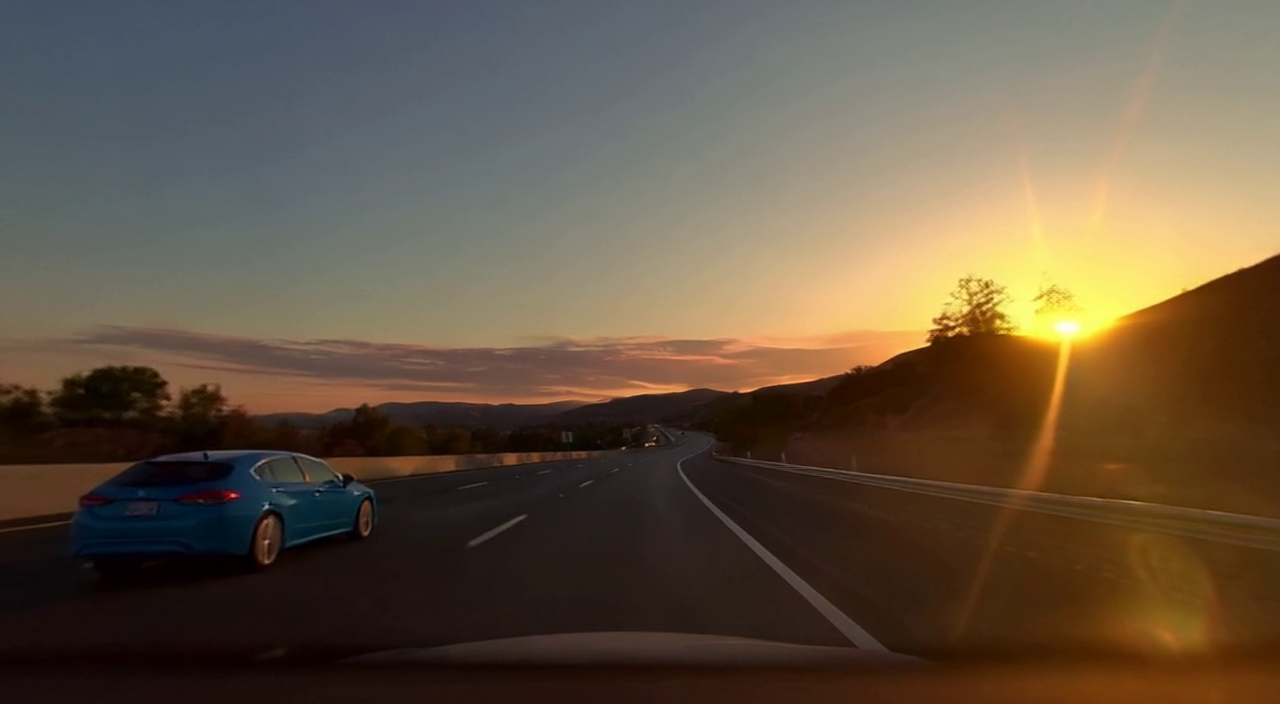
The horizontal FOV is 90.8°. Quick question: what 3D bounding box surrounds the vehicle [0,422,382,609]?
[{"bbox_3d":[-4.682,1.622,7.086,1.928,1.504,3.745,0,-9,1],"label":"vehicle"}]
